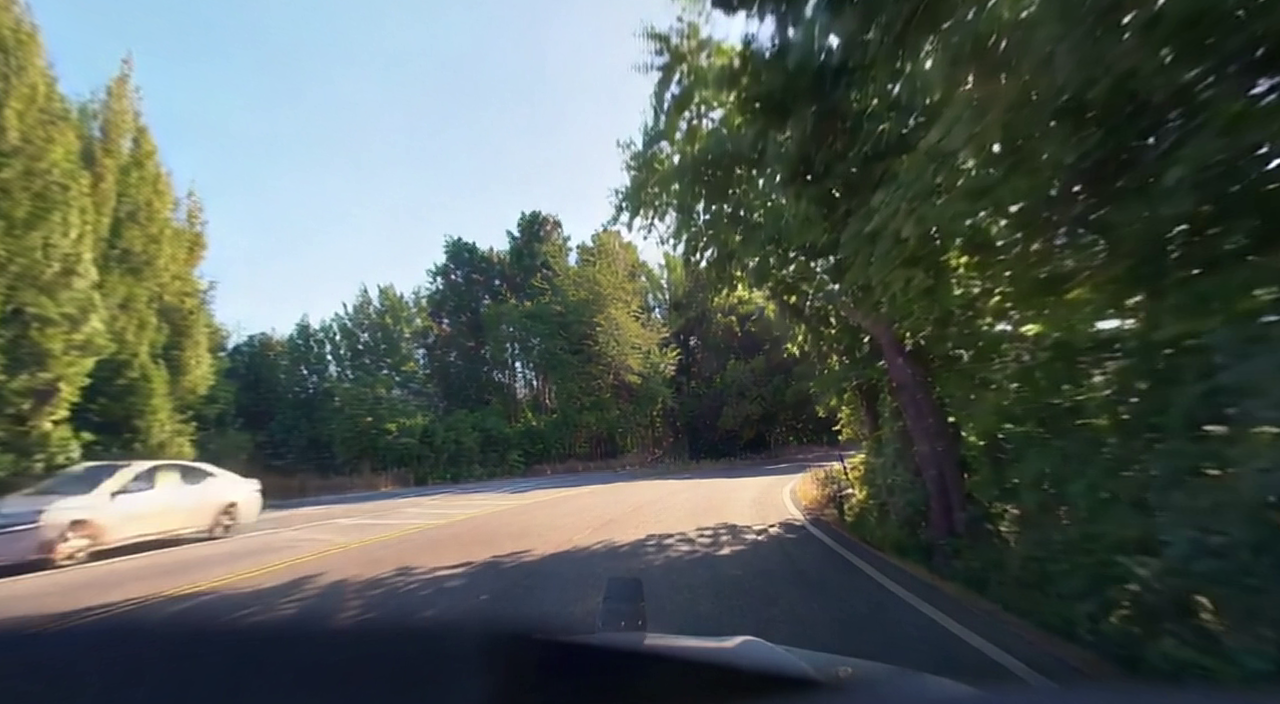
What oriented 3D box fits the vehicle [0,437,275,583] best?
[{"bbox_3d":[-6.852,1.864,8.178,1.811,1.428,3.647,-1,-9,4],"label":"vehicle"}]
